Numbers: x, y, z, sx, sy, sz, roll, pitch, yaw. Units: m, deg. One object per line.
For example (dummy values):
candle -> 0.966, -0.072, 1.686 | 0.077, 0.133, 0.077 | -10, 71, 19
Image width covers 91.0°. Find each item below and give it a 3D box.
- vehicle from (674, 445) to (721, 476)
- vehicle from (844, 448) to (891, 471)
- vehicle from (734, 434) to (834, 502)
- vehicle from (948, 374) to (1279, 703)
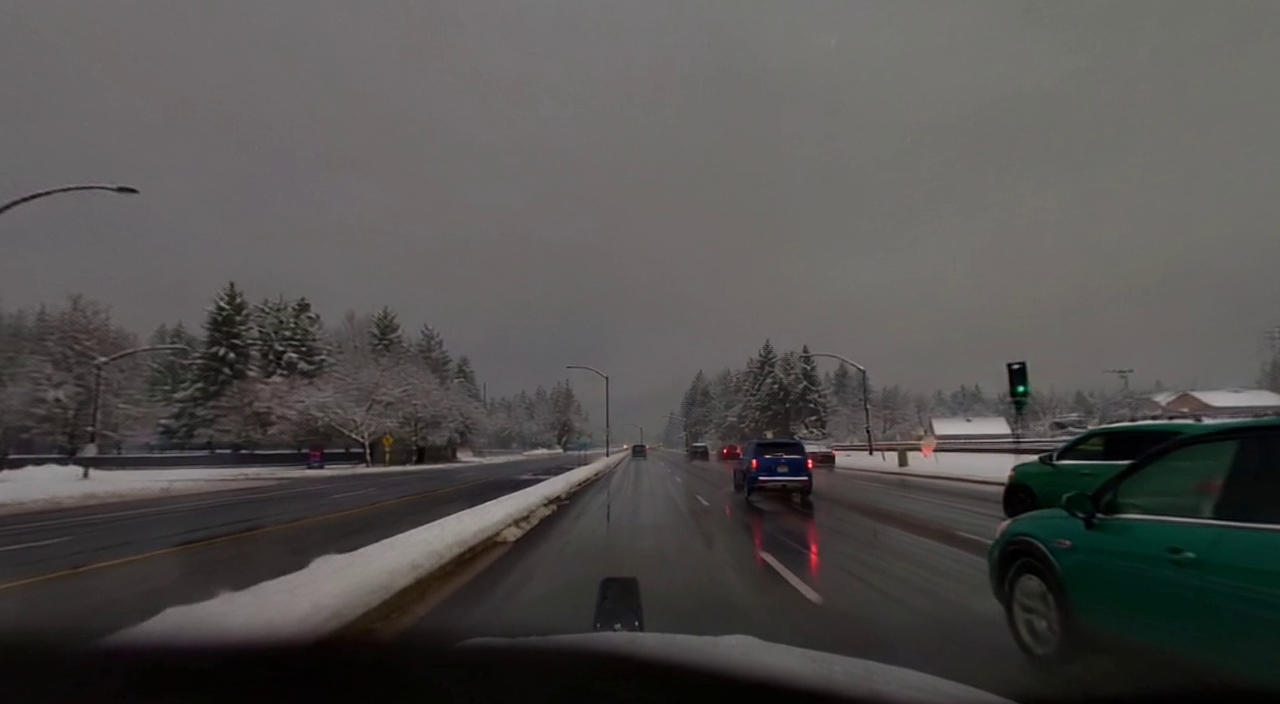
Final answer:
vehicle -> 2.918, 5.586, 32.808 | 1.980, 1.484, 4.093 | 0, -8, -1
vehicle -> 15.936, 7.535, 44.272 | 1.815, 1.493, 4.135 | 0, -8, 1
vehicle -> 3.944, 3.229, 17.972 | 2.075, 1.698, 4.142 | 0, -8, 3
vehicle -> 3.189, 0.823, 1.929 | 1.932, 1.547, 4.992 | 0, -8, 0
